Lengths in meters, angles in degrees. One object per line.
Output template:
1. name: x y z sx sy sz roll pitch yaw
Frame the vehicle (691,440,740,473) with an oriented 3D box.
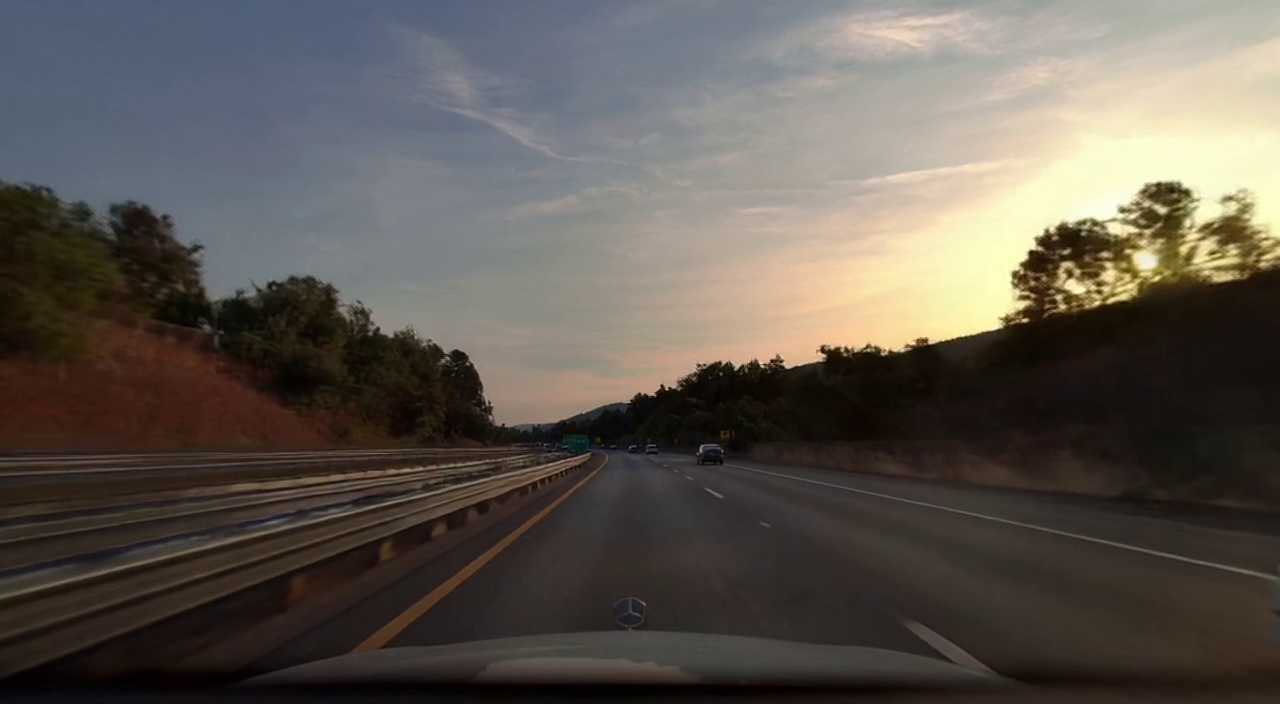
1. vehicle: 3.732 5.270 31.868 1.945 1.538 3.729 0 -8 -1
